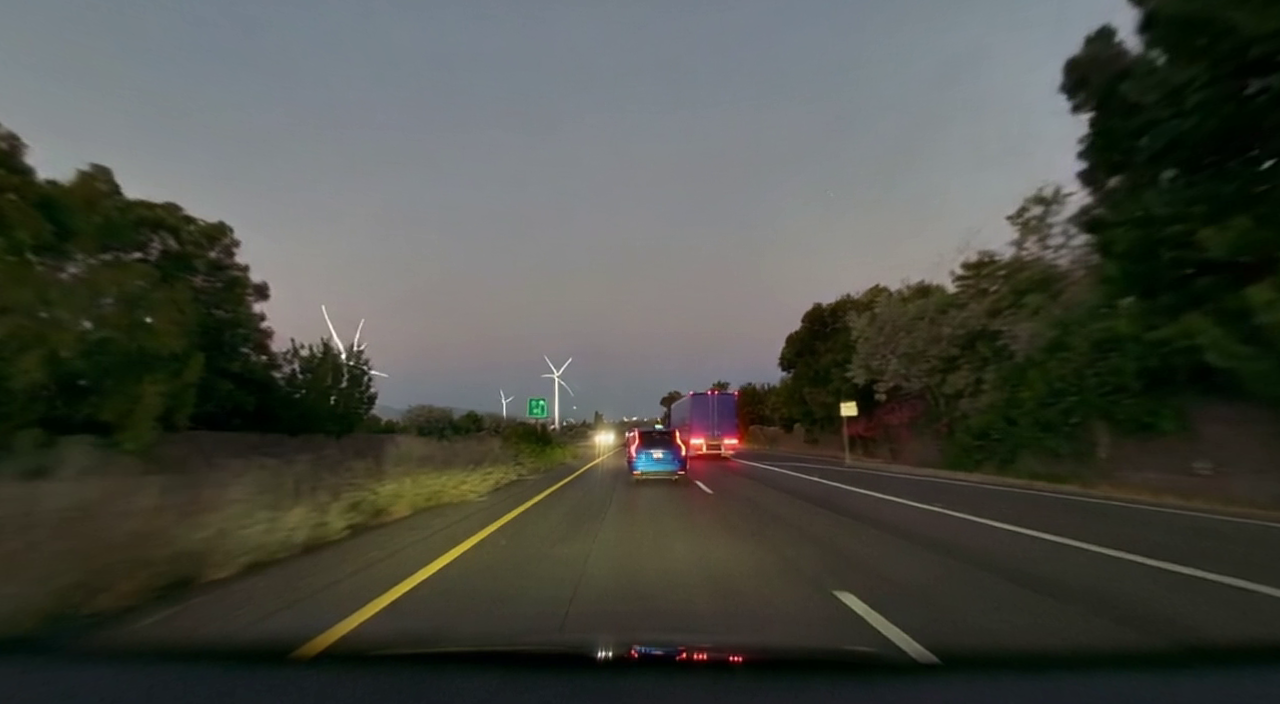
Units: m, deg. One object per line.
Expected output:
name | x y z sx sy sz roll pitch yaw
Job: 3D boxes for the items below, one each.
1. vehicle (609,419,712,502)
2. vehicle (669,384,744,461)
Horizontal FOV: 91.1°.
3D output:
vehicle | 0.320 2.445 14.664 2.038 1.624 4.312 0 -8 -2
vehicle | 3.911 4.770 41.292 3.129 4.126 14.913 0 -8 -1
